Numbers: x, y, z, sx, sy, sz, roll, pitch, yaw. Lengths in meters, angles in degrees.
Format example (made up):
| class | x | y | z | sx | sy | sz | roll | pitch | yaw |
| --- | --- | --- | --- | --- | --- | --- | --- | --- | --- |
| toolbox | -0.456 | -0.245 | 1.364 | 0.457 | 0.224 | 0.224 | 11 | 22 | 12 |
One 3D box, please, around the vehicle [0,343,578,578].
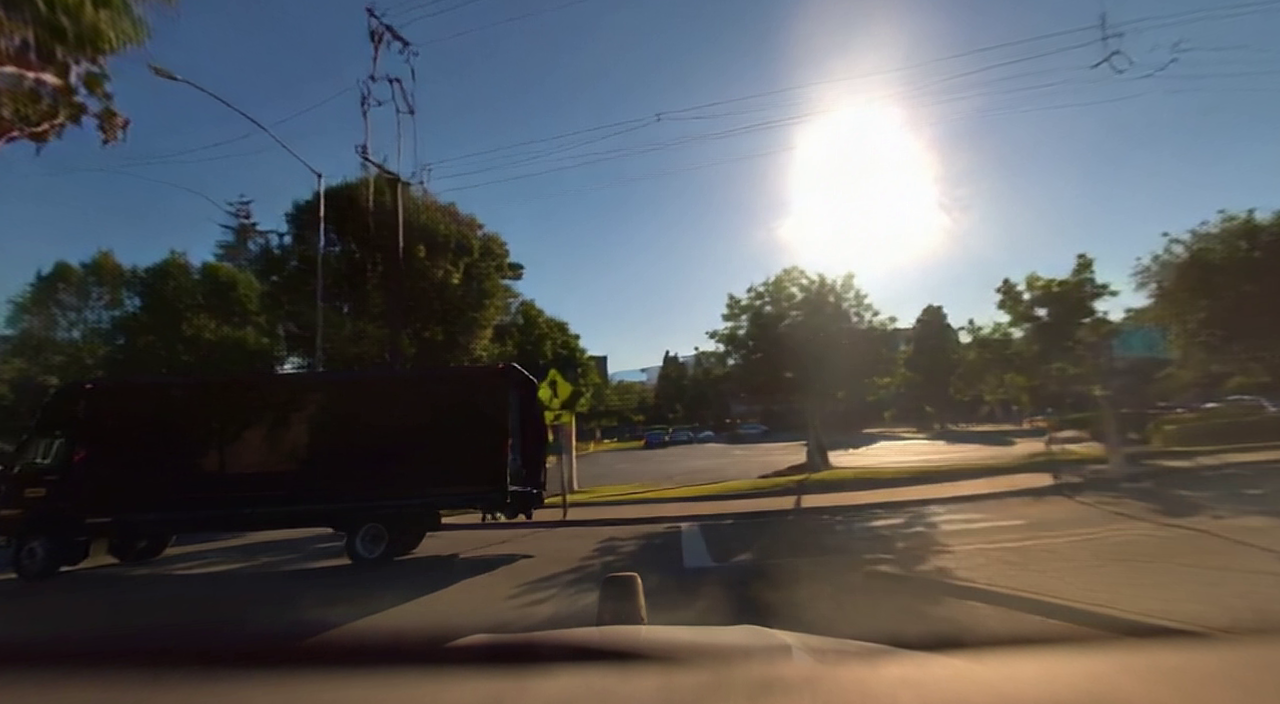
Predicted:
| class | x | y | z | sx | sy | sz | roll | pitch | yaw |
| --- | --- | --- | --- | --- | --- | --- | --- | --- | --- |
| vehicle | -6.189 | 1.818 | 11.138 | 9.680 | 3.326 | 2.838 | -1 | -8 | 9 |
